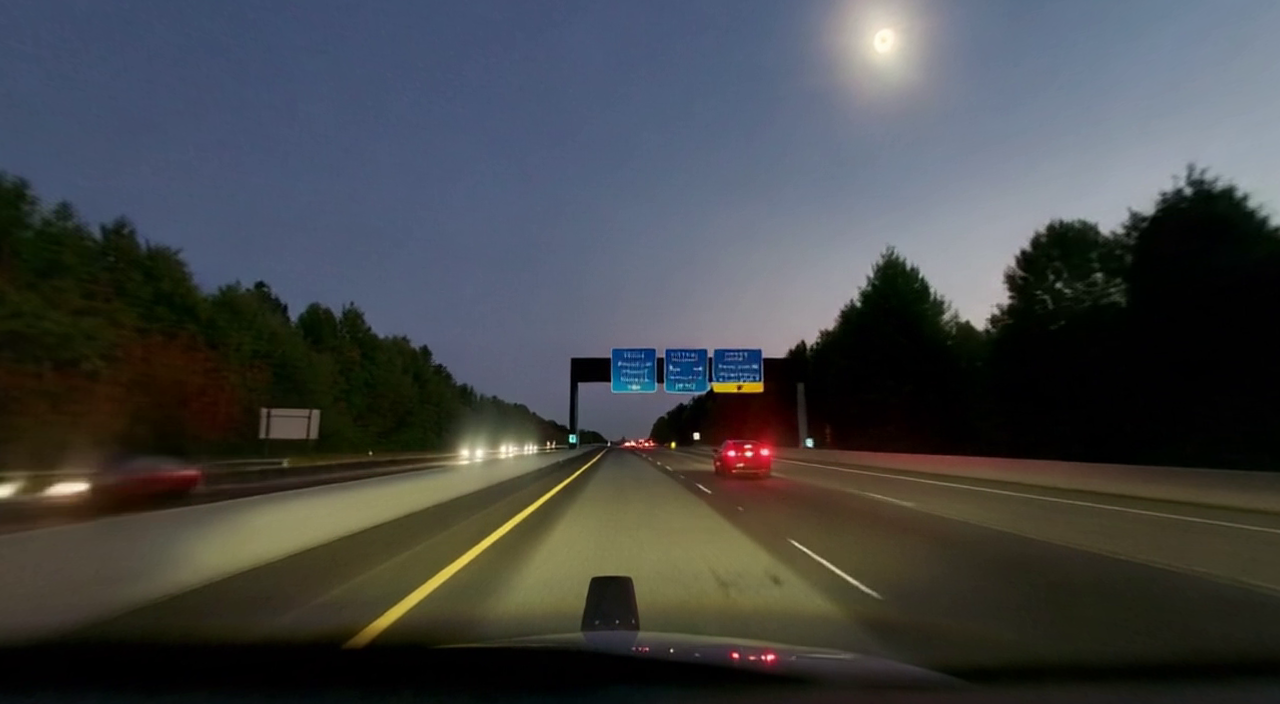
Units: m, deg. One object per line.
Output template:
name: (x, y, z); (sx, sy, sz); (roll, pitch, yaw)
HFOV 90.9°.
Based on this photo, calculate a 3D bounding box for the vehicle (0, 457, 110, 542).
vehicle: (-12.865, 2.811, 11.904); (1.951, 1.474, 4.413); (0, -8, -2)

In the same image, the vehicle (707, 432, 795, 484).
vehicle: (3.494, 3.429, 20.744); (1.958, 1.526, 4.227); (0, -8, -2)
